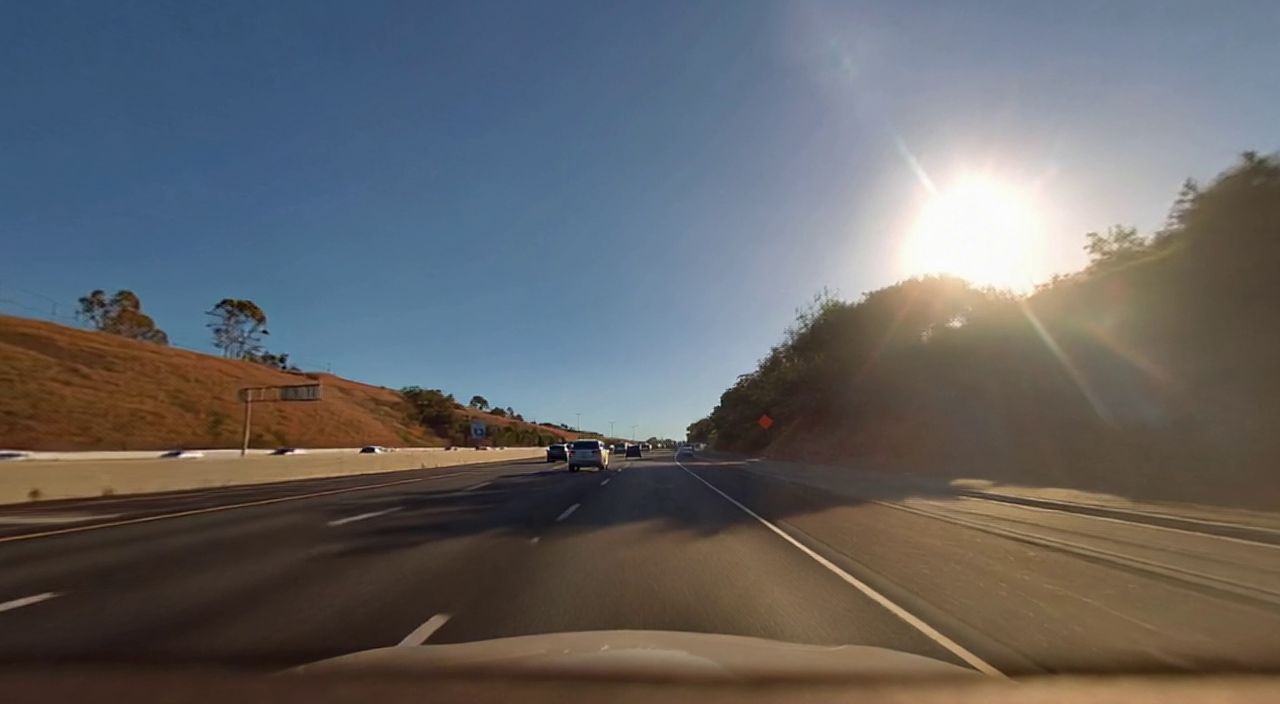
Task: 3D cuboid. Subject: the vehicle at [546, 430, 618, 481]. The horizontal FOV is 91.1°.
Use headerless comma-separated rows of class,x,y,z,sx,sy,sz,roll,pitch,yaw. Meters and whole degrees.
vehicle,-2.317,4.334,26.620,2.413,1.896,5.218,-1,-8,1
